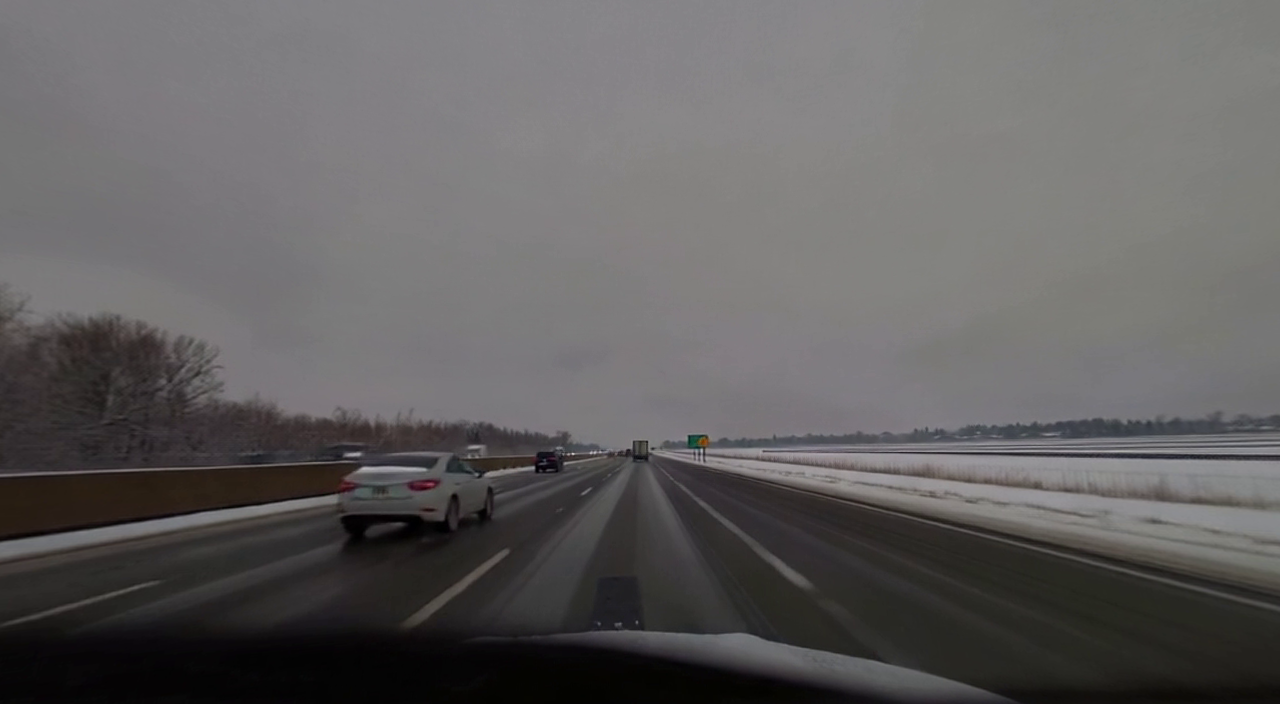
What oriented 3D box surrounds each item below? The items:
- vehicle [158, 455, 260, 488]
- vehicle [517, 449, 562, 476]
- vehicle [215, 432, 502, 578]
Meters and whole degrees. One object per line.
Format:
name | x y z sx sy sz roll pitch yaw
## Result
vehicle | -21.713 6.019 32.052 1.897 1.499 4.565 0 -9 1
vehicle | -6.718 7.442 42.815 2.234 1.698 4.634 0 -9 1
vehicle | -3.636 2.065 9.304 2.139 1.607 4.378 0 -9 1
